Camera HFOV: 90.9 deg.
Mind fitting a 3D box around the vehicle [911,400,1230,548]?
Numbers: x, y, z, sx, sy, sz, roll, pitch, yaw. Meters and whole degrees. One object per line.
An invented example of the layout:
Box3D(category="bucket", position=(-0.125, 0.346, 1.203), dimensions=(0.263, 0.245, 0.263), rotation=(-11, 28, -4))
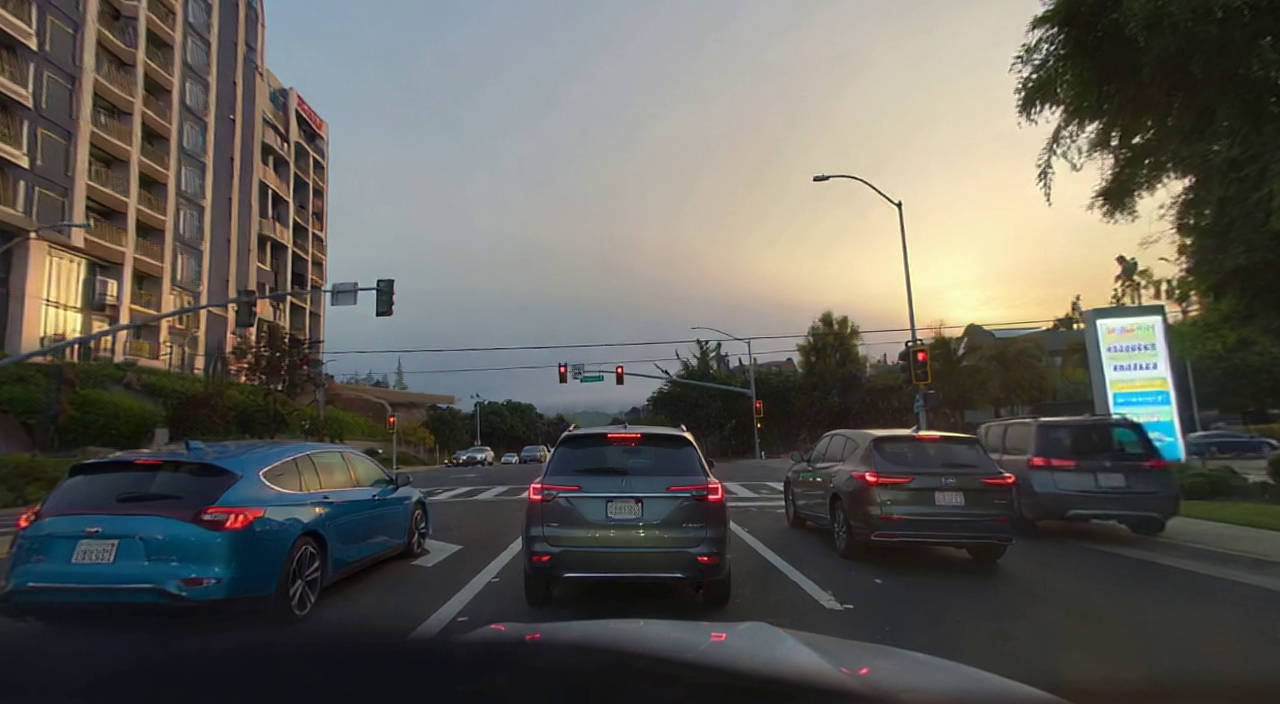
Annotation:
Box3D(category="vehicle", position=(6.320, 1.851, 10.215), dimensions=(2.081, 1.790, 4.839), rotation=(-1, -9, 5))

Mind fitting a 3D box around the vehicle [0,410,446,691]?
Box3D(category="vehicle", position=(-3.546, 1.425, 5.820), dimensions=(1.906, 1.524, 4.547), rotation=(0, -8, 2))

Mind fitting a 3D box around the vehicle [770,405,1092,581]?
Box3D(category="vehicle", position=(3.206, 1.660, 8.255), dimensions=(2.004, 1.646, 4.554), rotation=(0, -8, 0))

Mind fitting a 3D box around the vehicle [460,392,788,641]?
Box3D(category="vehicle", position=(-0.125, 1.422, 6.448), dimensions=(2.195, 1.662, 4.262), rotation=(0, -8, 0))
